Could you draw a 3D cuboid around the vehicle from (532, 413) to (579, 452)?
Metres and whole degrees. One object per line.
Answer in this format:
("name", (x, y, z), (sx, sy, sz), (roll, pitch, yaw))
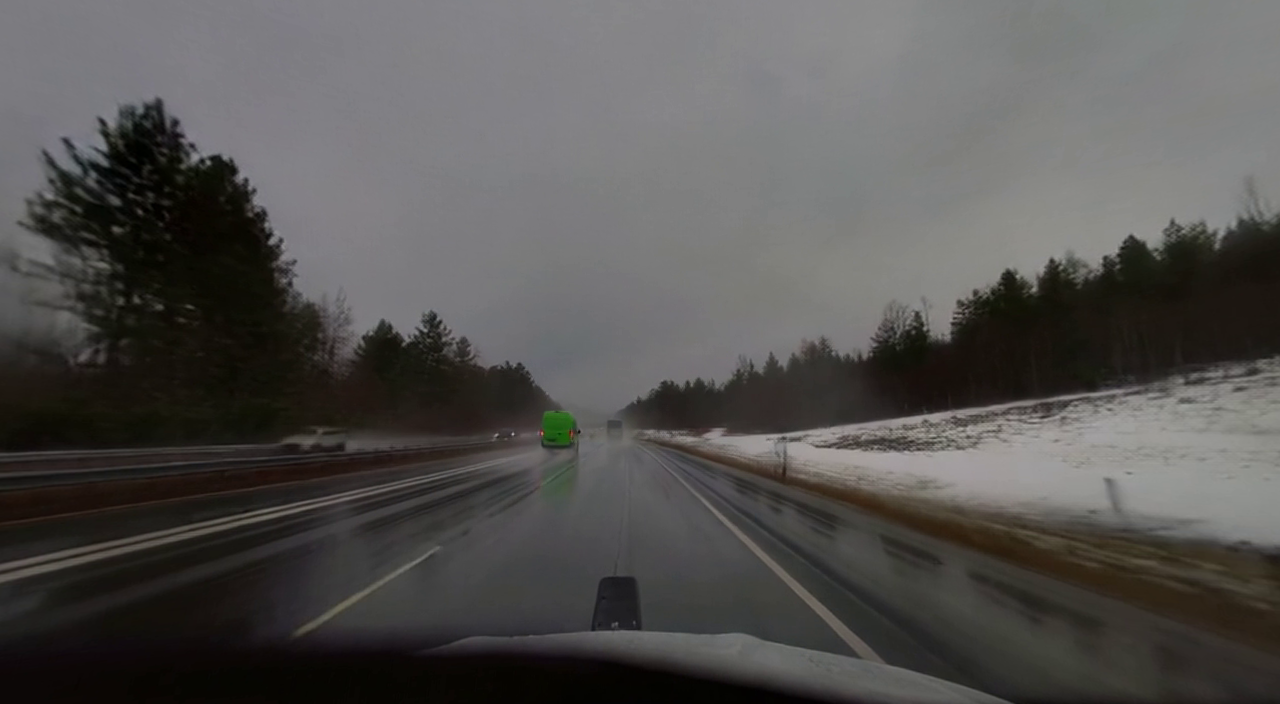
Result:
("vehicle", (-5.737, 5.615, 43.628), (2.561, 2.509, 5.465), (0, -8, -1))

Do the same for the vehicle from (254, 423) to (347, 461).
("vehicle", (-15.478, 4.117, 28.925), (1.875, 1.585, 4.297), (0, -8, 0))
